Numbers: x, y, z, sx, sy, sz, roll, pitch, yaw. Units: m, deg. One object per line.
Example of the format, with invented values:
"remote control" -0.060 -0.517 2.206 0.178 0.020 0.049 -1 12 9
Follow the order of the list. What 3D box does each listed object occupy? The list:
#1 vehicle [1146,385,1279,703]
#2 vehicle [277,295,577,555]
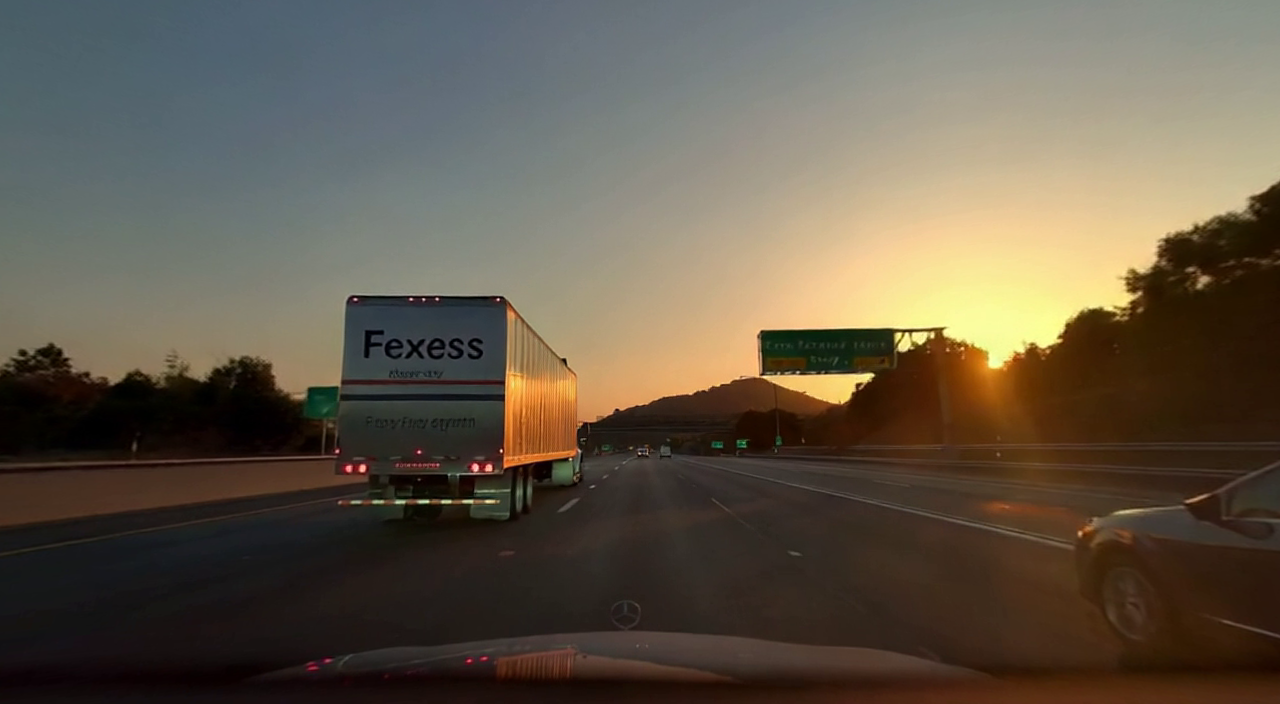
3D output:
"vehicle" 3.744 0.666 1.012 2.044 1.558 4.577 0 -9 0
"vehicle" -3.206 1.566 12.578 2.922 3.458 8.360 0 -9 1
